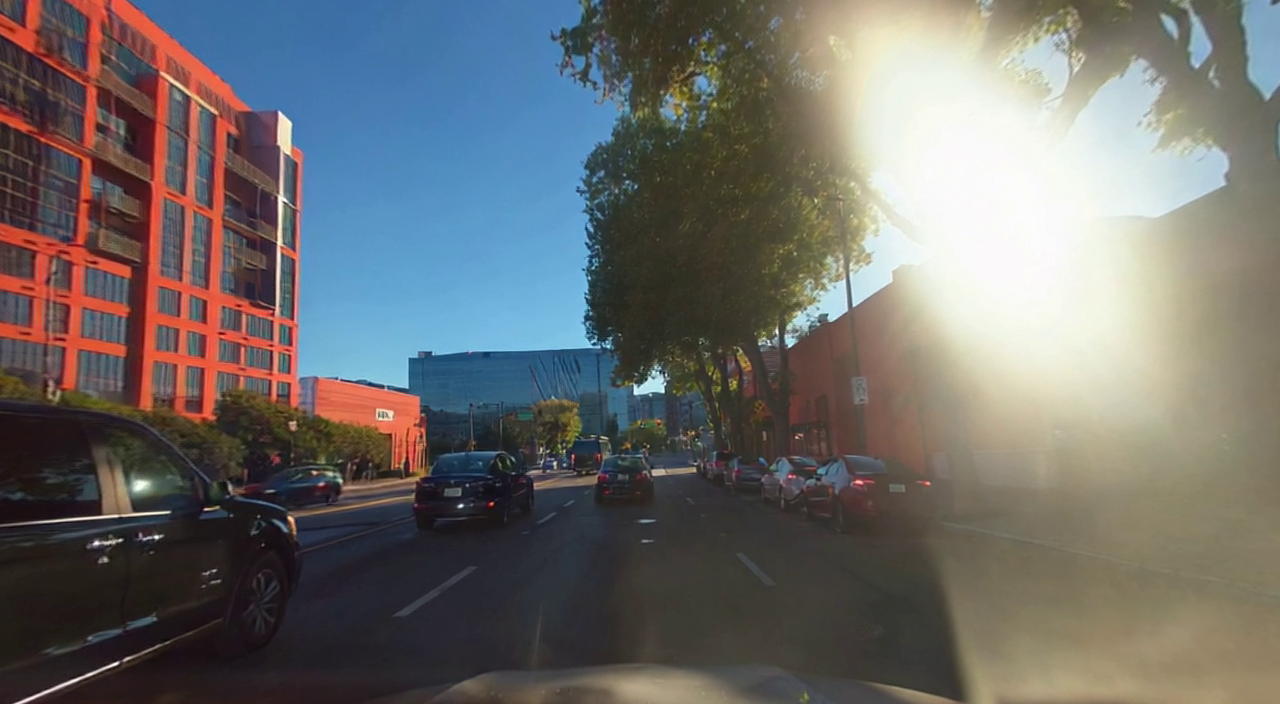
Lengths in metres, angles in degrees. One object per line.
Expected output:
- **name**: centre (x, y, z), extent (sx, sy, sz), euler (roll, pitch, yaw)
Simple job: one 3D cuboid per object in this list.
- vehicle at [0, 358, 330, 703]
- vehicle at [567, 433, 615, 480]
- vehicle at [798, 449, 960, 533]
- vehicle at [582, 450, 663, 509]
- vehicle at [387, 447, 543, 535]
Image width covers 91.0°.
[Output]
- **vehicle**: centre (-3.731, 0.957, 2.905), extent (2.140, 1.768, 4.685), euler (0, -9, 1)
- **vehicle**: centre (-3.285, 7.210, 43.790), extent (2.609, 2.932, 6.810), euler (0, -9, 1)
- **vehicle**: centre (4.898, 2.859, 13.592), extent (1.832, 1.491, 4.054), euler (1, -9, -1)
- **vehicle**: centre (-0.428, 3.737, 18.930), extent (2.152, 1.518, 4.113), euler (0, -9, 1)
- **vehicle**: centre (-3.505, 2.843, 13.595), extent (1.995, 1.554, 4.426), euler (0, -9, 1)
